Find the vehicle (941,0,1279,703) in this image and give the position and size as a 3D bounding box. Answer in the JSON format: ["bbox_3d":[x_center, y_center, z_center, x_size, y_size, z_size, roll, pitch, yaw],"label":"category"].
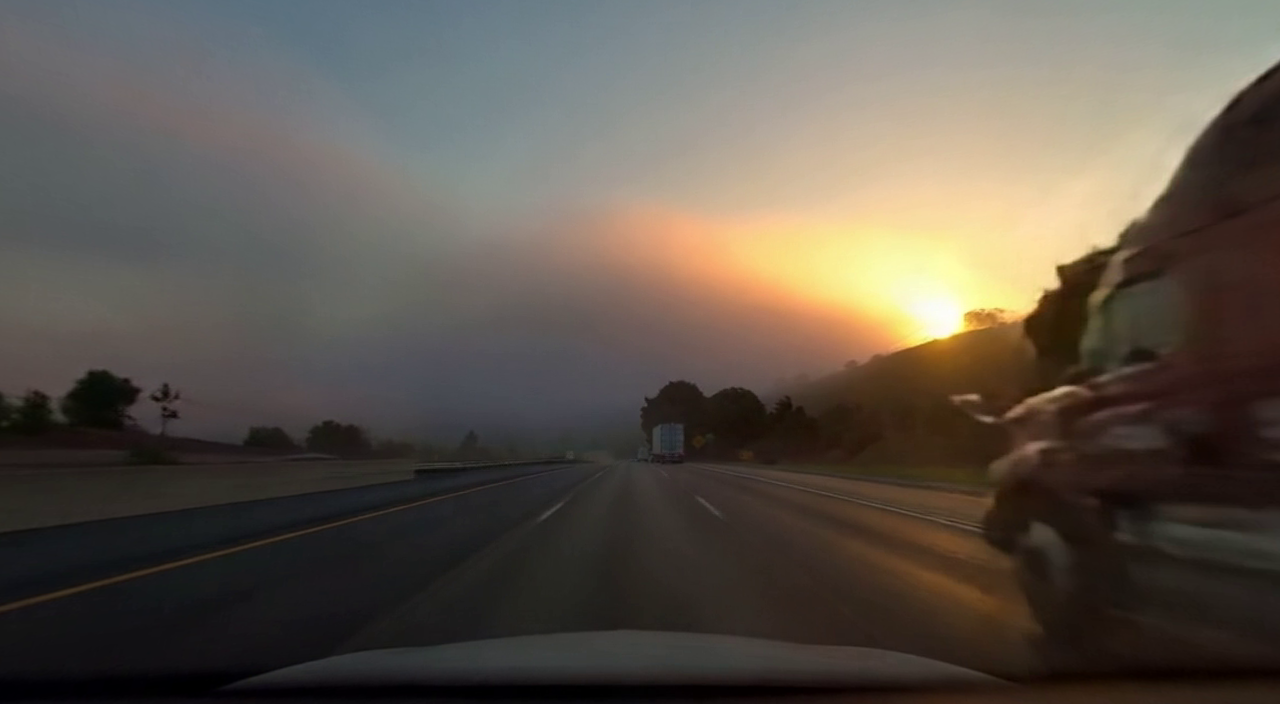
[{"bbox_3d":[4.068,-0.189,2.084,3.025,3.919,5.829,0,-9,-1],"label":"vehicle"}]
